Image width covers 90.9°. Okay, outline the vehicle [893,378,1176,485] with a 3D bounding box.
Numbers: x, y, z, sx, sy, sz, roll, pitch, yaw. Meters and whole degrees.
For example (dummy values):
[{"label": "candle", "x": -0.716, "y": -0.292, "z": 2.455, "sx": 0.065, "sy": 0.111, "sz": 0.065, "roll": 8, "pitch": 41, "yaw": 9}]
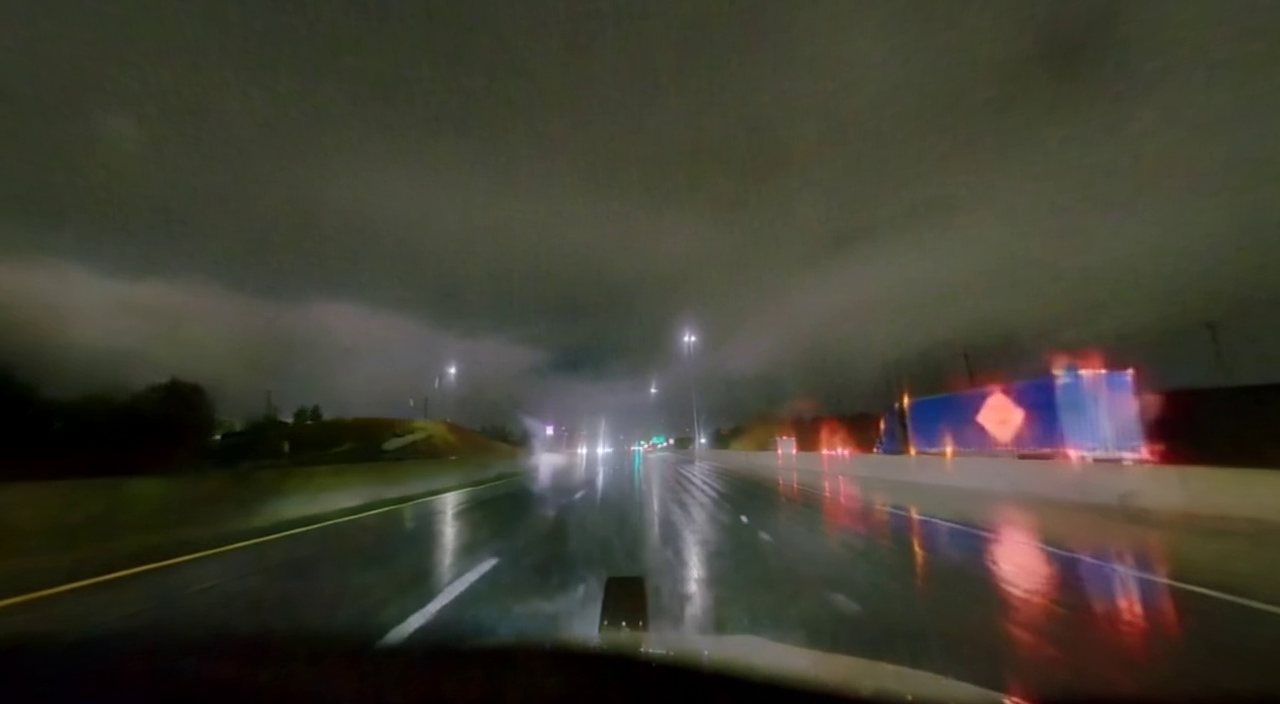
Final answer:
[{"label": "vehicle", "x": 18.910, "y": 4.344, "z": 33.221, "sx": 3.395, "sy": 4.178, "sz": 16.548, "roll": 0, "pitch": -8, "yaw": -4}]
